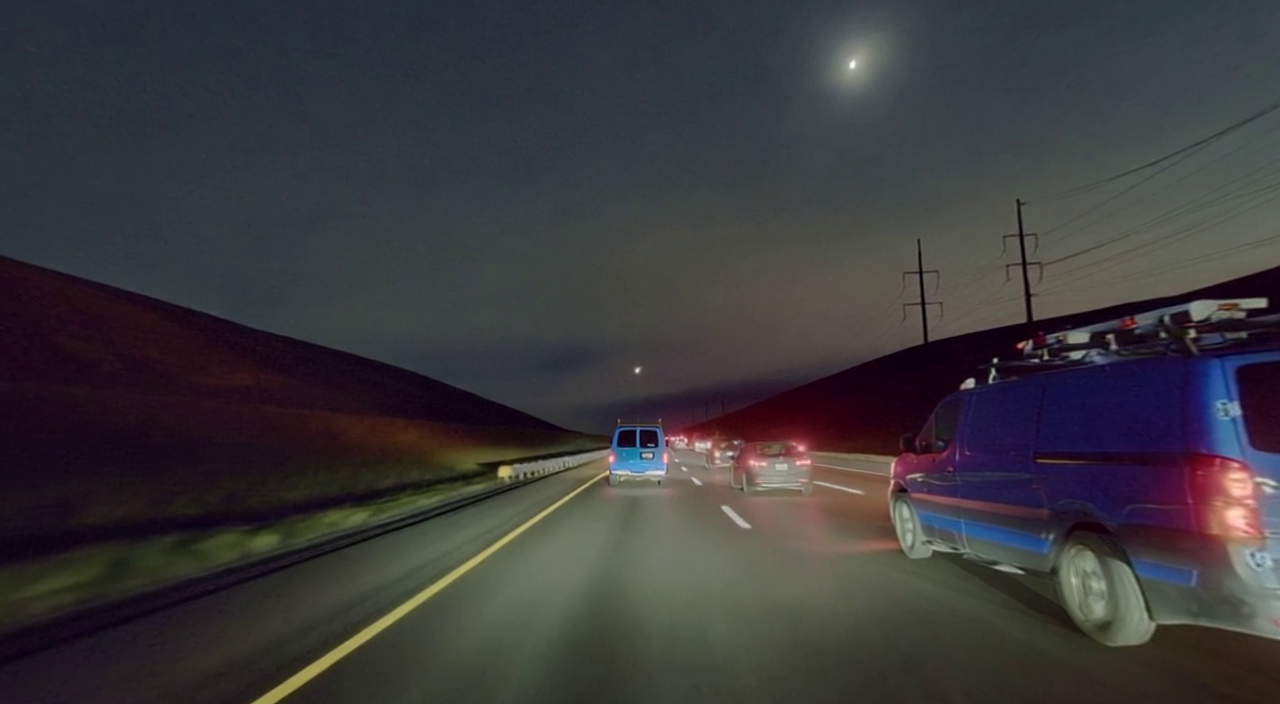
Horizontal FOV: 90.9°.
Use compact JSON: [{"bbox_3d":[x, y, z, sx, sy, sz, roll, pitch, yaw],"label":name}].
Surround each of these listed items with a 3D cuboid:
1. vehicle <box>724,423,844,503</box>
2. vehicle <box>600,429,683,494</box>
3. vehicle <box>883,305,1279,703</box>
[{"bbox_3d":[3.608,2.884,16.808,2.139,1.821,4.480,0,-8,0],"label":"vehicle"},{"bbox_3d":[0.075,3.363,19.714,2.268,1.772,4.523,0,-8,1],"label":"vehicle"},{"bbox_3d":[3.924,0.935,3.677,2.691,1.901,5.744,0,-8,0],"label":"vehicle"}]
